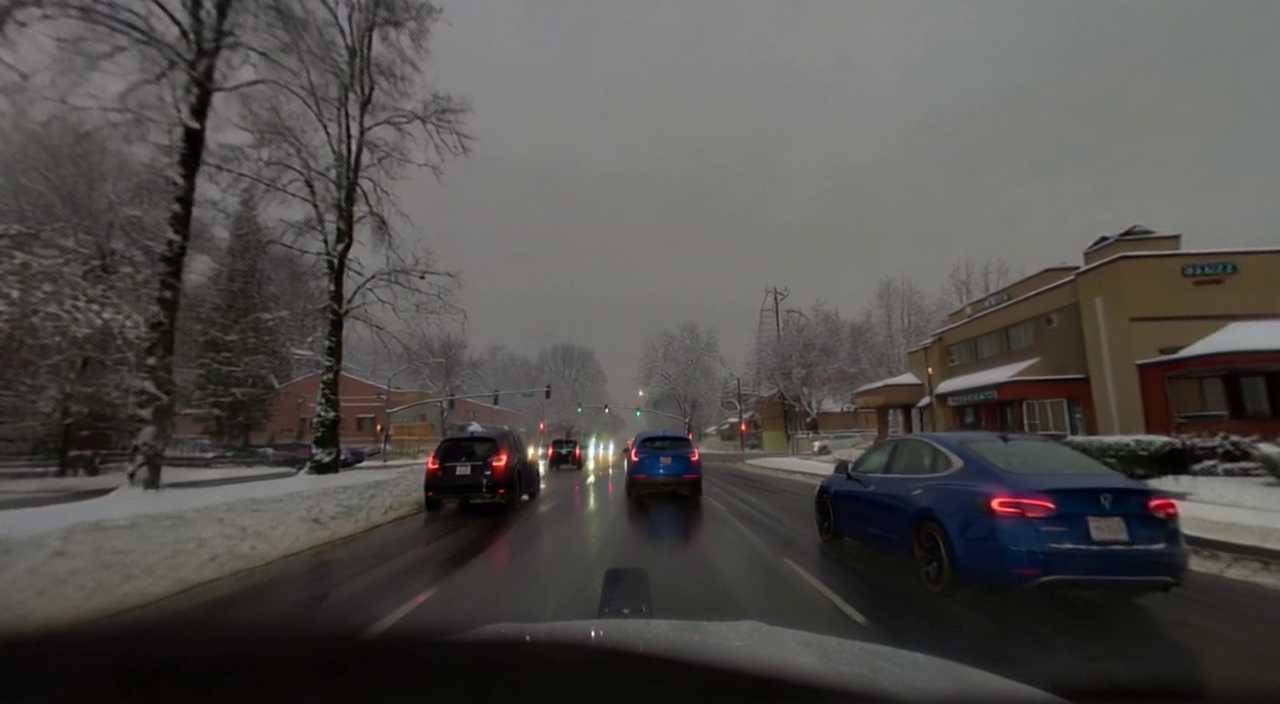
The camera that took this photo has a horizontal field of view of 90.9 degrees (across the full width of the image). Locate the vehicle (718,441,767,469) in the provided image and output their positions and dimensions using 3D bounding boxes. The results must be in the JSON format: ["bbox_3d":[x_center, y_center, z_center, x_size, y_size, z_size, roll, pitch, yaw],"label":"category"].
[{"bbox_3d":[5.746,5.845,35.844,2.010,1.486,4.498,0,-8,0],"label":"vehicle"}]

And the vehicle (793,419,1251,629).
[{"bbox_3d":[3.335,1.581,6.910,2.017,1.491,4.611,0,-8,-2],"label":"vehicle"}]

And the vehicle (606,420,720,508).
[{"bbox_3d":[0.397,2.581,14.893,2.280,1.747,4.361,0,-8,-2],"label":"vehicle"}]

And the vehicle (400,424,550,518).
[{"bbox_3d":[-3.302,2.491,13.735,2.043,1.687,4.676,0,-8,-1],"label":"vehicle"}]

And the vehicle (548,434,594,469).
[{"bbox_3d":[-3.589,5.277,33.538,2.014,1.755,4.360,0,-8,0],"label":"vehicle"}]
